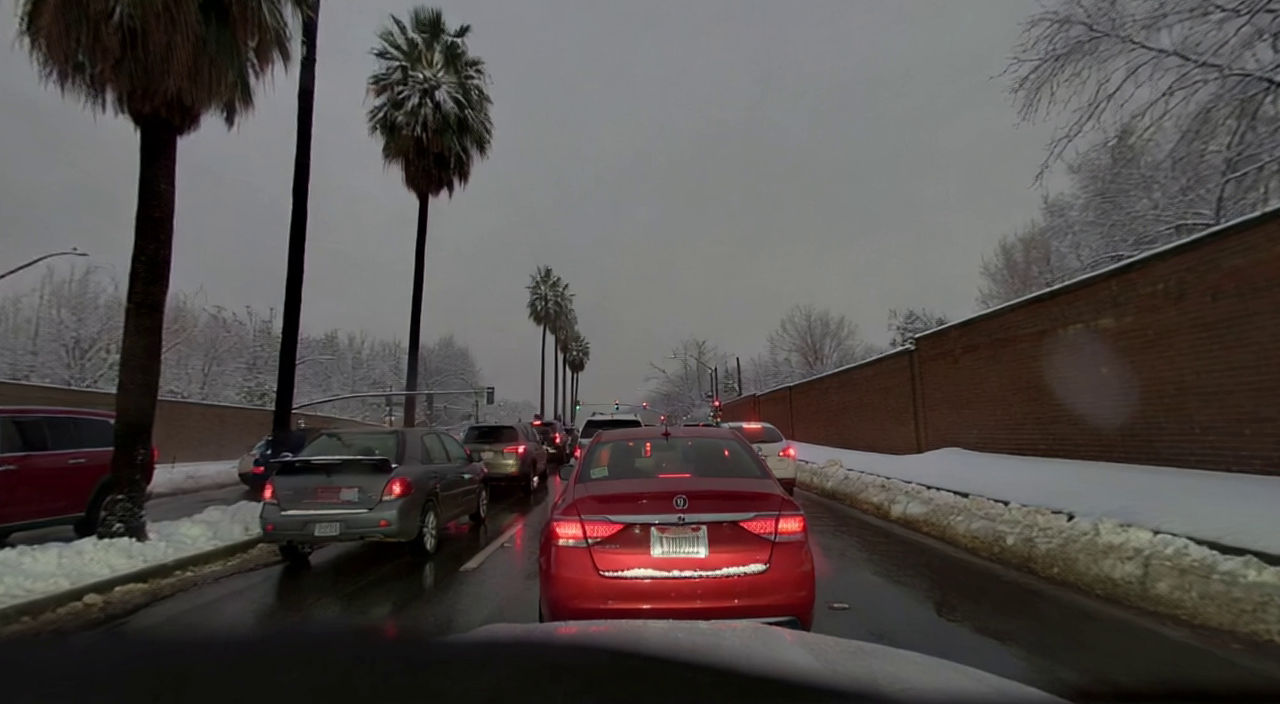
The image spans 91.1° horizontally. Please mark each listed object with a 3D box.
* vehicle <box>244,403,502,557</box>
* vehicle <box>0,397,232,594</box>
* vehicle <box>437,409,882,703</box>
[{"bbox_3d":[-3.510,1.769,9.301,2.055,1.746,4.136,0,-8,-1],"label":"vehicle"},{"bbox_3d":[-6.671,1.393,6.399,1.963,1.721,4.662,0,-8,-2],"label":"vehicle"},{"bbox_3d":[0.045,1.333,5.213,2.128,1.473,4.272,0,-8,-2],"label":"vehicle"}]
